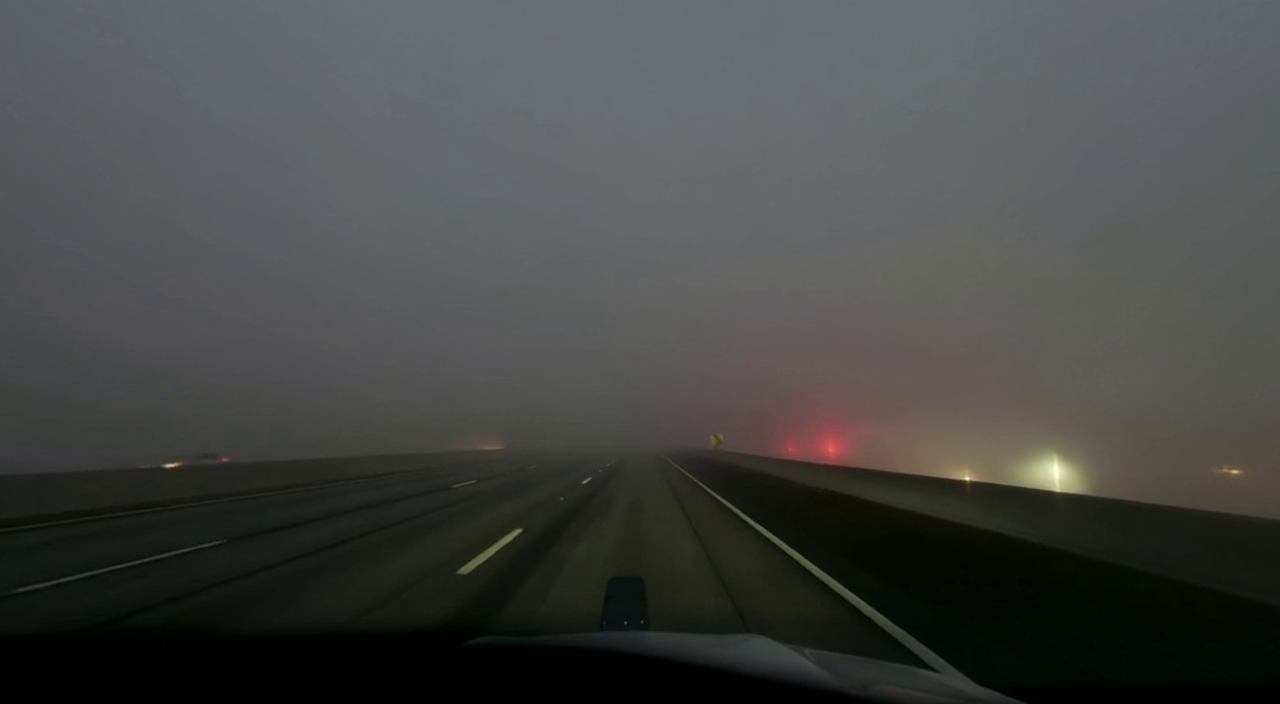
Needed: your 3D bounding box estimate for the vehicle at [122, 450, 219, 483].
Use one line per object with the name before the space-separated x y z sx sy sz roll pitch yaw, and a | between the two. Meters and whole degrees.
vehicle | -23.877 5.817 32.102 1.797 1.517 4.021 0 -8 0
